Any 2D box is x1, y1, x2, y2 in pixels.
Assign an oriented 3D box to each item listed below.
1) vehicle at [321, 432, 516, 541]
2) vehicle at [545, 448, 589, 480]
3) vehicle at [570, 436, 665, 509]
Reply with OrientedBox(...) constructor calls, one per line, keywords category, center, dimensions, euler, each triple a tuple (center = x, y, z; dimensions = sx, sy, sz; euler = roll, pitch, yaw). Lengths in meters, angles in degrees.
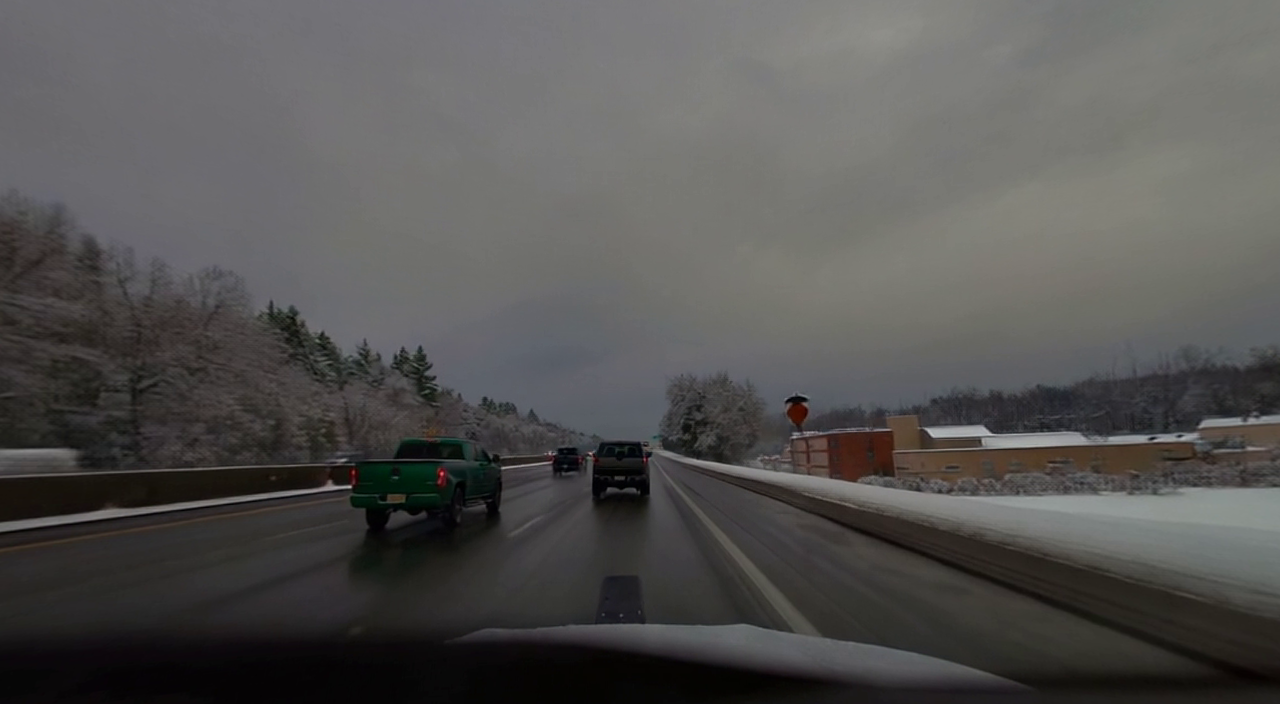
OrientedBox(category="vehicle", center=(-4.024, 2.523, 12.652), dimensions=(2.038, 1.704, 5.181), euler=(0, -8, 0))
OrientedBox(category="vehicle", center=(-4.307, 6.661, 37.975), dimensions=(1.991, 1.776, 4.333), euler=(0, -8, 1))
OrientedBox(category="vehicle", center=(-0.504, 3.248, 17.559), dimensions=(2.293, 1.753, 4.380), euler=(0, -8, 1))
